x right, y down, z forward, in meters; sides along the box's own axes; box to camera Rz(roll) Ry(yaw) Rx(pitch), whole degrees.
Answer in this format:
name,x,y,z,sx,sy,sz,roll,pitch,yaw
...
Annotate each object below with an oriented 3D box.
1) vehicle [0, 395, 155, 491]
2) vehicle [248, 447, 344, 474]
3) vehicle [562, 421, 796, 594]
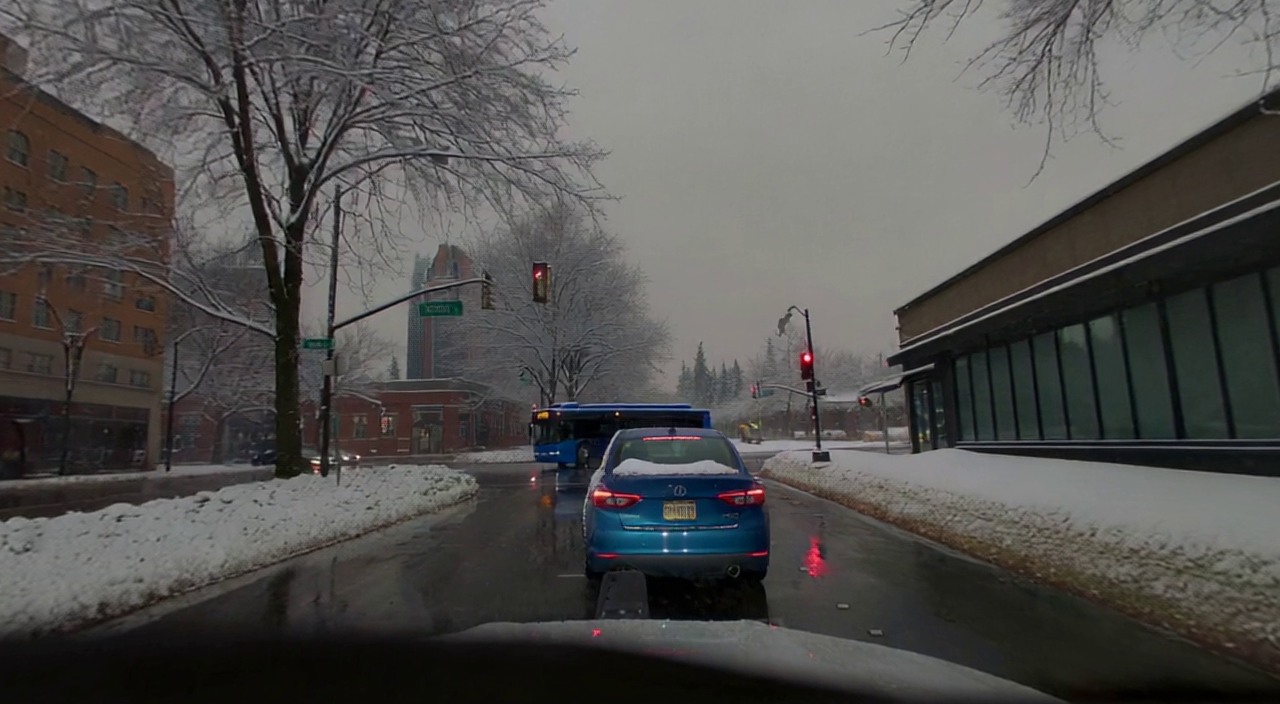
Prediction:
name,x,y,z,sx,sy,sz,roll,pitch,yaw
vehicle,-25.945,3.652,25.346,2.692,3.685,10.153,-3,-9,20
vehicle,-20.330,6.388,37.609,1.883,1.461,4.830,-4,-9,23
vehicle,0.372,1.627,7.406,2.006,1.470,3.799,0,-8,1
